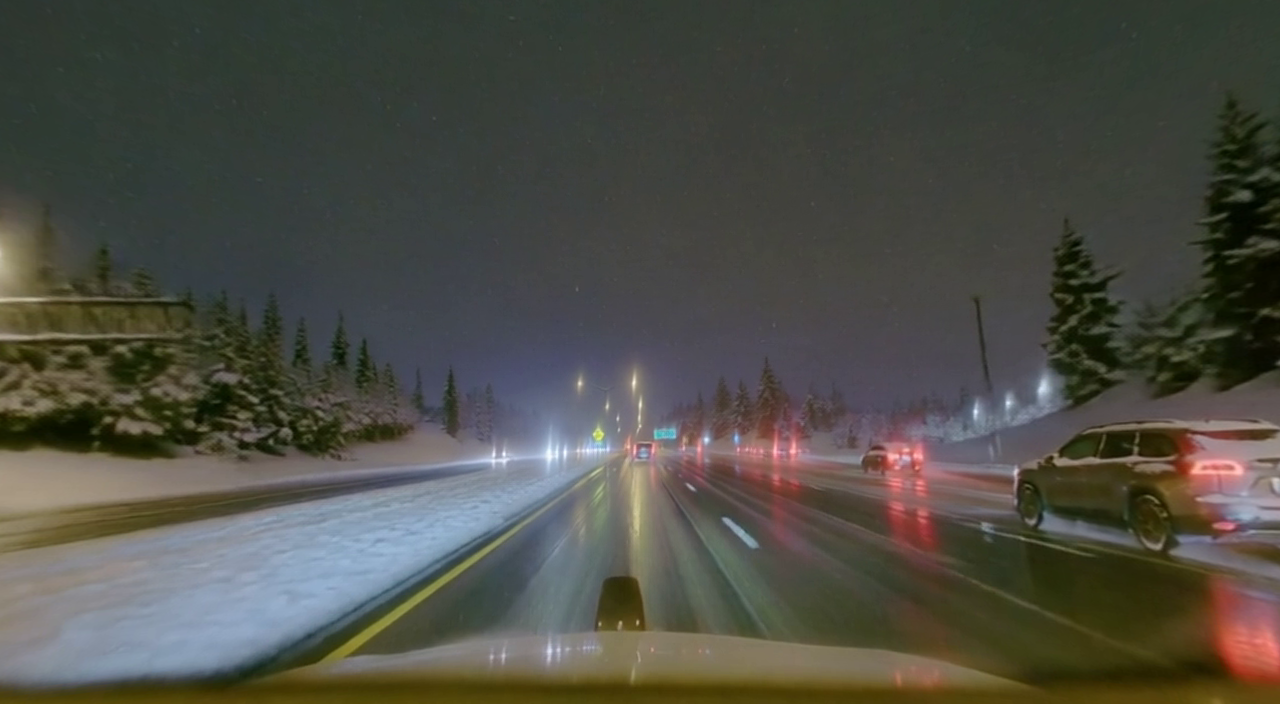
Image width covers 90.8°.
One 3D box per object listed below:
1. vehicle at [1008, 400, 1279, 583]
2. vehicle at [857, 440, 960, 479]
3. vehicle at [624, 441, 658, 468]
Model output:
[{"bbox_3d":[6.942,1.572,7.759,2.027,1.679,4.543,0,-8,-1],"label":"vehicle"},{"bbox_3d":[10.968,4.403,26.284,2.087,1.442,4.834,0,-8,-1],"label":"vehicle"},{"bbox_3d":[0.001,6.459,40.024,1.864,1.566,4.446,-1,-8,-3],"label":"vehicle"}]
